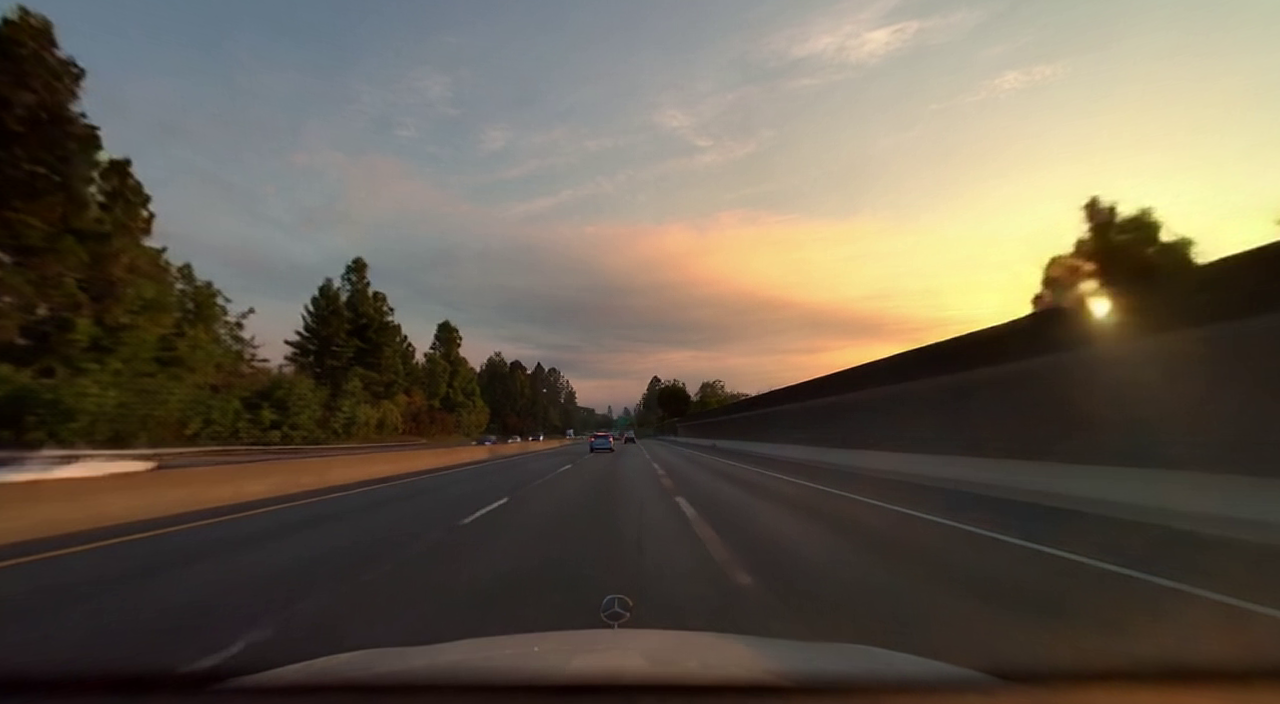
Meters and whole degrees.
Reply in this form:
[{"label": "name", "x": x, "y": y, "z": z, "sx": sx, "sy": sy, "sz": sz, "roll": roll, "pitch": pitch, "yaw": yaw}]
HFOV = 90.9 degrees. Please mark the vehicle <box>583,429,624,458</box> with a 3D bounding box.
[{"label": "vehicle", "x": -2.236, "y": 5.748, "z": 39.847, "sx": 2.306, "sy": 1.730, "sz": 4.606, "roll": 0, "pitch": -8, "yaw": 1}]
